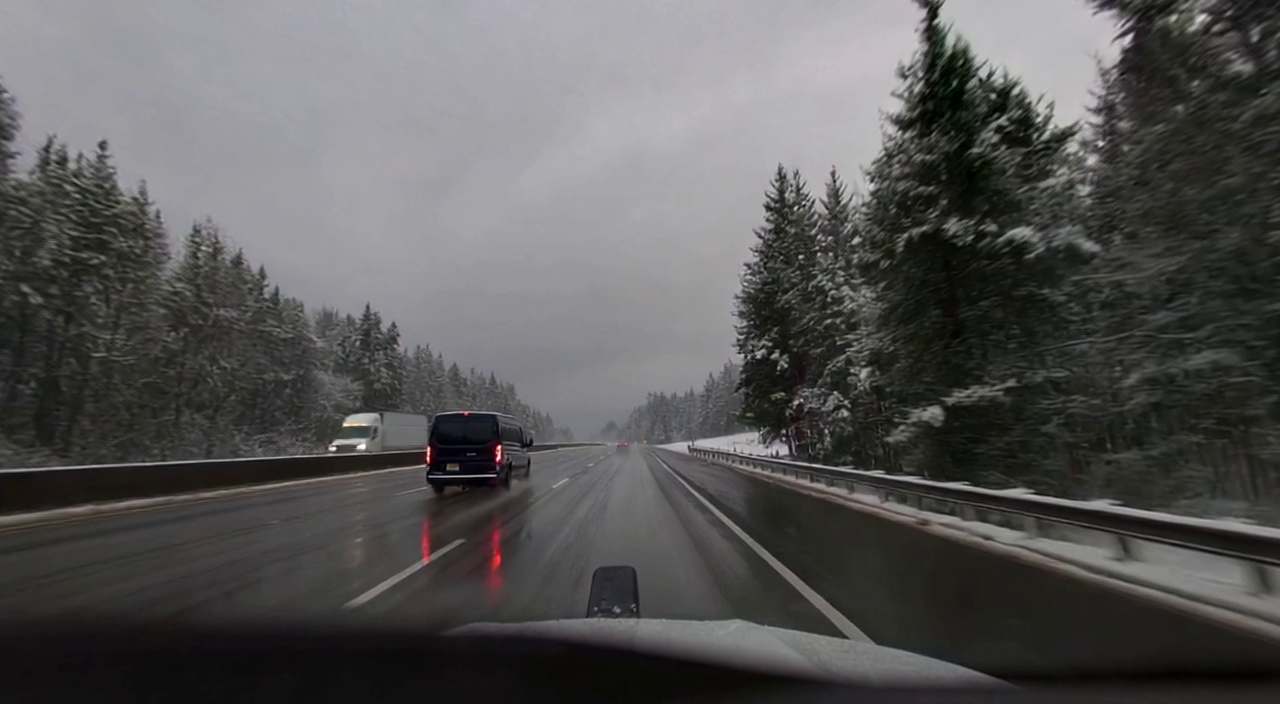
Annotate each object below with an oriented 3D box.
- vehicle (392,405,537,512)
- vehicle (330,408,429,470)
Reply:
[{"bbox_3d":[-3.762,2.377,14.483,1.976,2.029,4.737,-1,-8,0],"label":"vehicle"},{"bbox_3d":[-17.197,5.882,42.465,2.920,3.712,8.832,-1,-8,0],"label":"vehicle"}]
